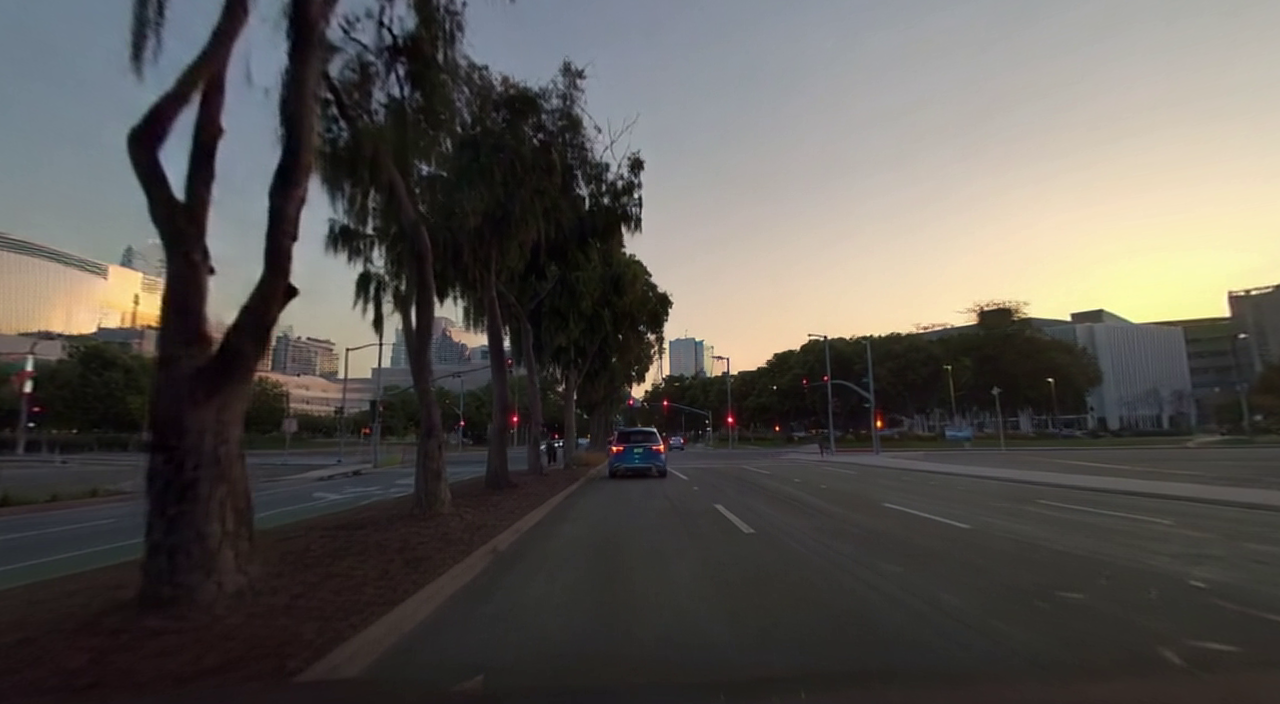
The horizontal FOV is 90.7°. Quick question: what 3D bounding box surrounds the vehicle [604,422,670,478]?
[{"bbox_3d":[-0.139,3.726,24.125,2.267,1.926,4.708,0,-9,-1],"label":"vehicle"}]
